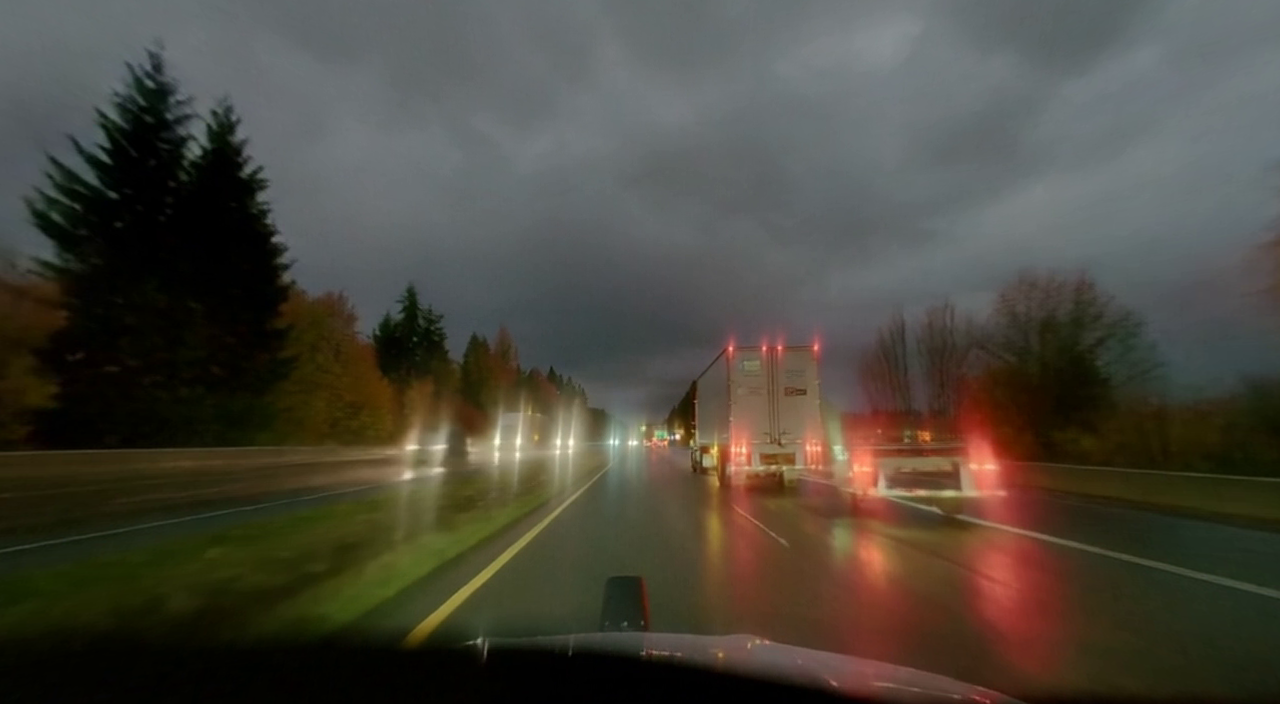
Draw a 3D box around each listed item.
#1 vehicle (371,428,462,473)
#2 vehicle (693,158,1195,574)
[{"bbox_3d":[-8.224,3.667,23.592,1.881,1.540,4.047,0,-8,1],"label":"vehicle"},{"bbox_3d":[3.611,1.035,13.382,3.691,4.331,13.909,0,-8,0],"label":"vehicle"}]
